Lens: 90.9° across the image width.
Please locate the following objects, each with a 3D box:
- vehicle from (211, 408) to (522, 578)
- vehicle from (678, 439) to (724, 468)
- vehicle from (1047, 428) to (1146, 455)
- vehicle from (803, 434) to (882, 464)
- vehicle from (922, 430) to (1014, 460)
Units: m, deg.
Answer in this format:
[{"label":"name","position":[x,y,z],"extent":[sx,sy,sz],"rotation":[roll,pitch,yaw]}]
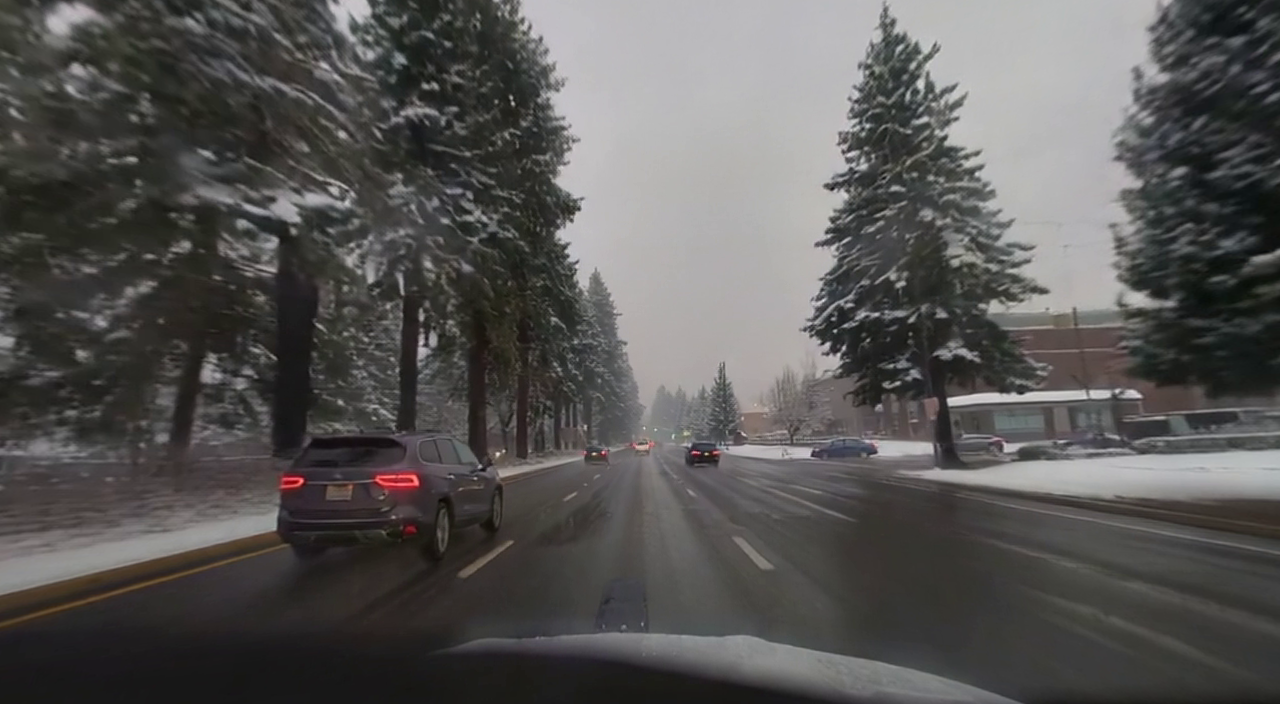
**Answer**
[{"label":"vehicle","position":[-3.132,1.721,8.554],"extent":[2.121,1.656,4.559],"rotation":[0,-8,1]},{"label":"vehicle","position":[3.374,5.718,35.678],"extent":[2.087,1.506,4.276],"rotation":[0,-8,-1]},{"label":"vehicle","position":[29.023,5.718,40.191],"extent":[4.759,1.666,1.941],"rotation":[0,-8,0]},{"label":"vehicle","position":[12.949,6.254,40.525],"extent":[4.515,1.599,1.968],"rotation":[-5,-9,10]},{"label":"vehicle","position":[20.908,5.933,40.355],"extent":[4.691,1.626,1.989],"rotation":[-3,-9,3]}]
